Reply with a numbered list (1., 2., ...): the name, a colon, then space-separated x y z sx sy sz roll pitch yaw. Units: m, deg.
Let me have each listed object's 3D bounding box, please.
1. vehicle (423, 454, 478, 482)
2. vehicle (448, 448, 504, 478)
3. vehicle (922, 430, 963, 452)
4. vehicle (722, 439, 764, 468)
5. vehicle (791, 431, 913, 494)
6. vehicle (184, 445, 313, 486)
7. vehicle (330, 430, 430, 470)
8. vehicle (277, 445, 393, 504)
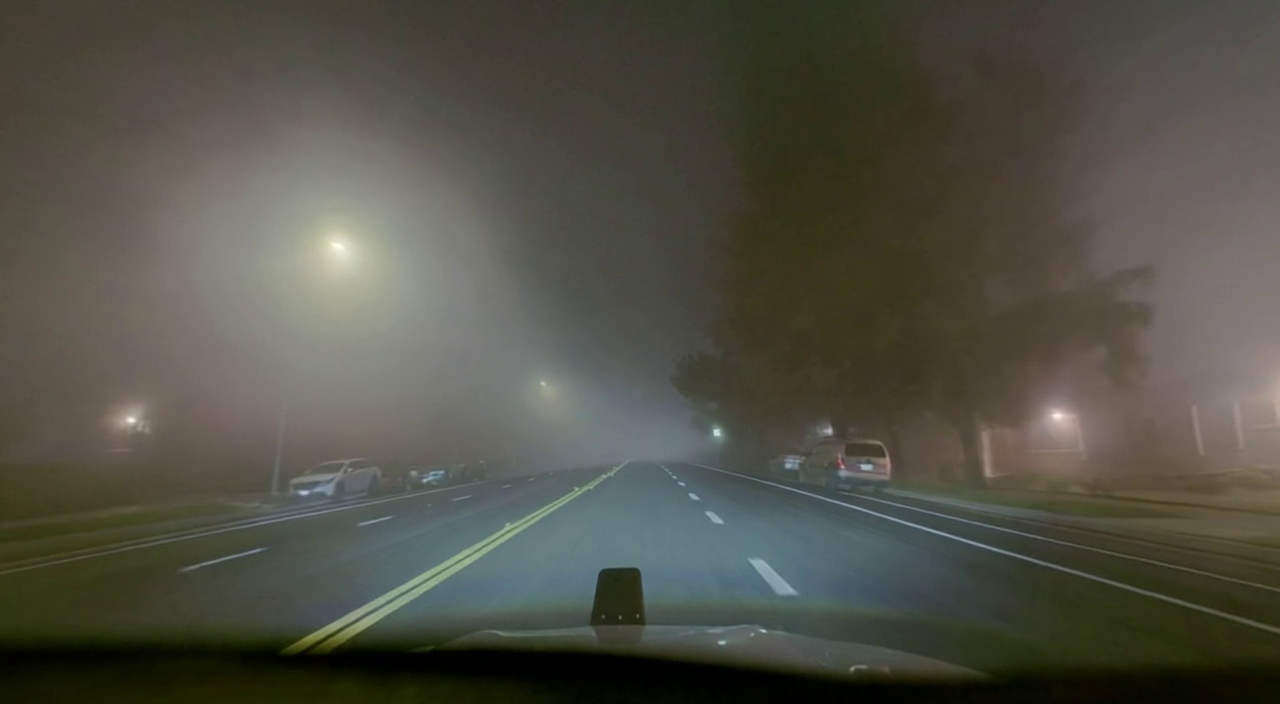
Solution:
1. vehicle: -10.758 6.594 36.131 1.838 1.450 4.317 0 -8 0
2. vehicle: -10.664 7.215 41.468 2.050 1.769 5.585 -1 -9 1
3. vehicle: 22.218 6.568 46.527 1.859 1.480 4.723 -3 -8 15
4. vehicle: 7.362 7.329 45.760 2.103 1.912 4.892 0 -9 -1
5. vehicle: 7.414 3.926 22.986 2.224 1.956 6.057 0 -8 -1
6. vehicle: -18.508 5.378 30.017 4.699 1.853 2.095 -1 -8 2
7. vehicle: -20.466 7.756 50.000 6.604 3.012 2.656 0 -9 1
8. vehicle: -10.723 4.319 22.626 1.996 1.781 4.139 -3 -9 2
